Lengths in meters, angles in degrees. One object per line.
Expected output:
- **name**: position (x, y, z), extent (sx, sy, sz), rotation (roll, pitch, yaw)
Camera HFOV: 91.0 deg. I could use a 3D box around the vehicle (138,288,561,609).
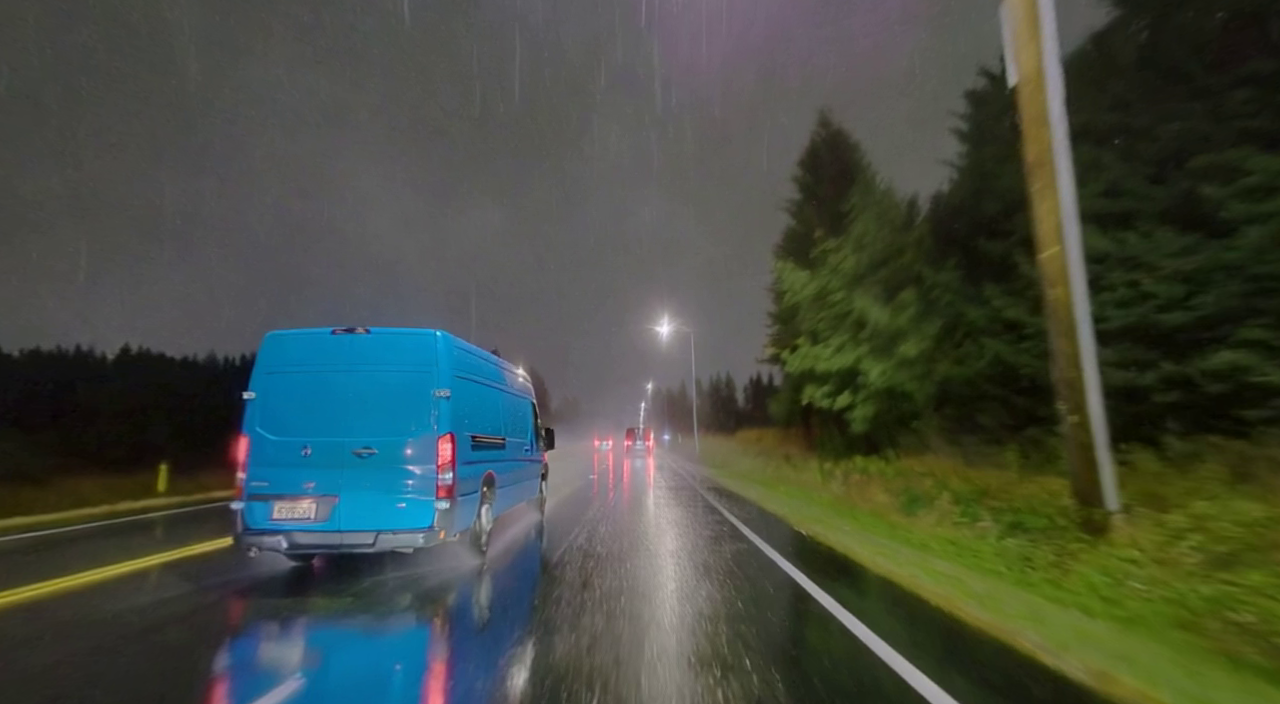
- **vehicle**: position (-2.734, 1.177, 8.202), extent (2.497, 2.628, 6.016), rotation (0, -8, 1)
